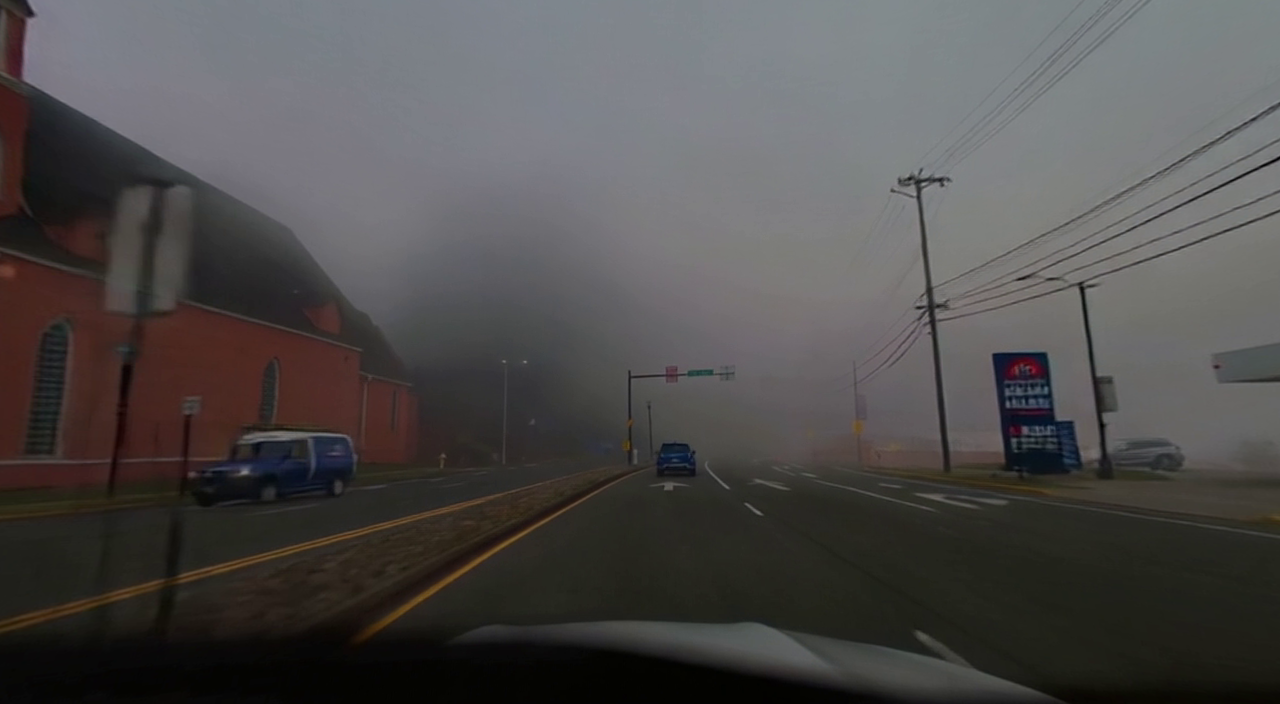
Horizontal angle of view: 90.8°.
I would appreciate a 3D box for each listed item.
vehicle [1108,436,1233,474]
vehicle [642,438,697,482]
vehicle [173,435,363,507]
[{"bbox_3d":[25.639,4.973,30.588,4.510,1.733,2.066,1,-9,-10],"label":"vehicle"},{"bbox_3d":[1.250,4.373,25.725,2.032,1.621,4.082,-1,-9,4],"label":"vehicle"},{"bbox_3d":[-10.823,3.481,18.987,2.159,1.850,4.944,-2,-9,9],"label":"vehicle"}]
